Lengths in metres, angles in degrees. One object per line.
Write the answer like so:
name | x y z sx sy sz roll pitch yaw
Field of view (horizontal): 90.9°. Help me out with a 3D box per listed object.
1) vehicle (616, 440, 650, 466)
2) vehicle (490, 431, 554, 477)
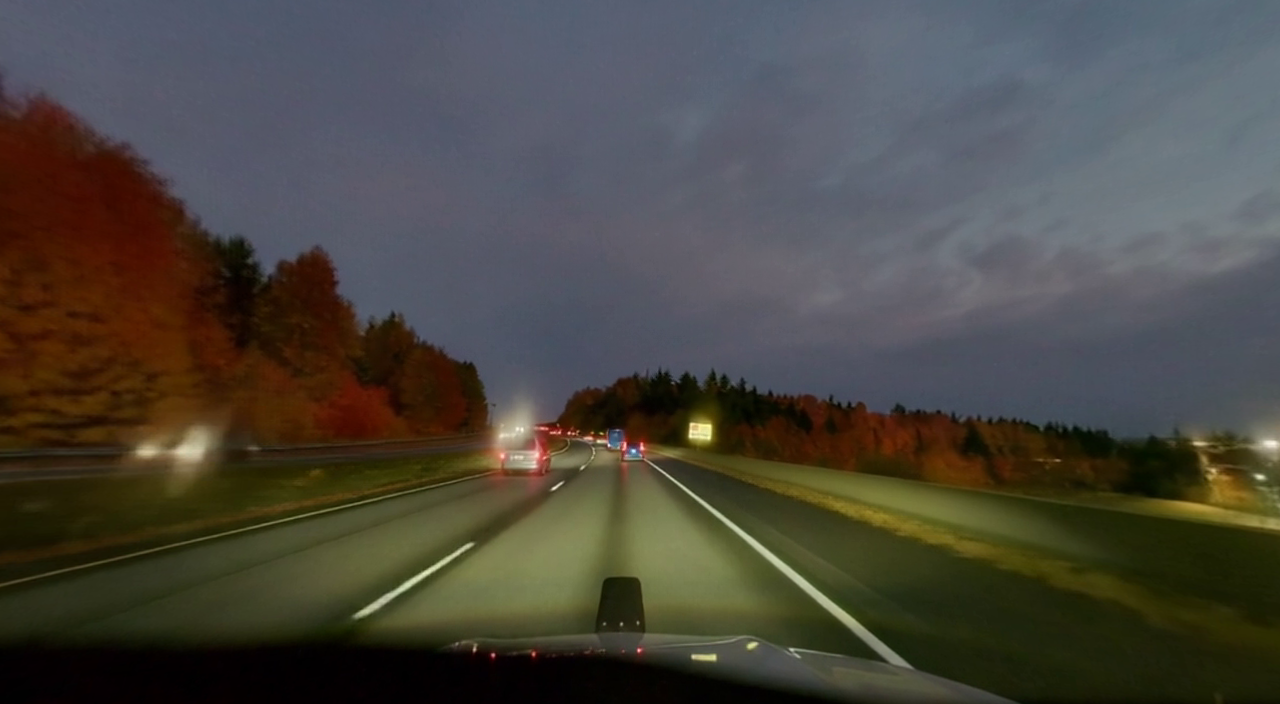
vehicle | -0.453 6.121 38.453 1.939 1.497 3.863 0 -8 -2
vehicle | -4.777 4.200 26.108 1.924 1.720 4.195 0 -8 -1
